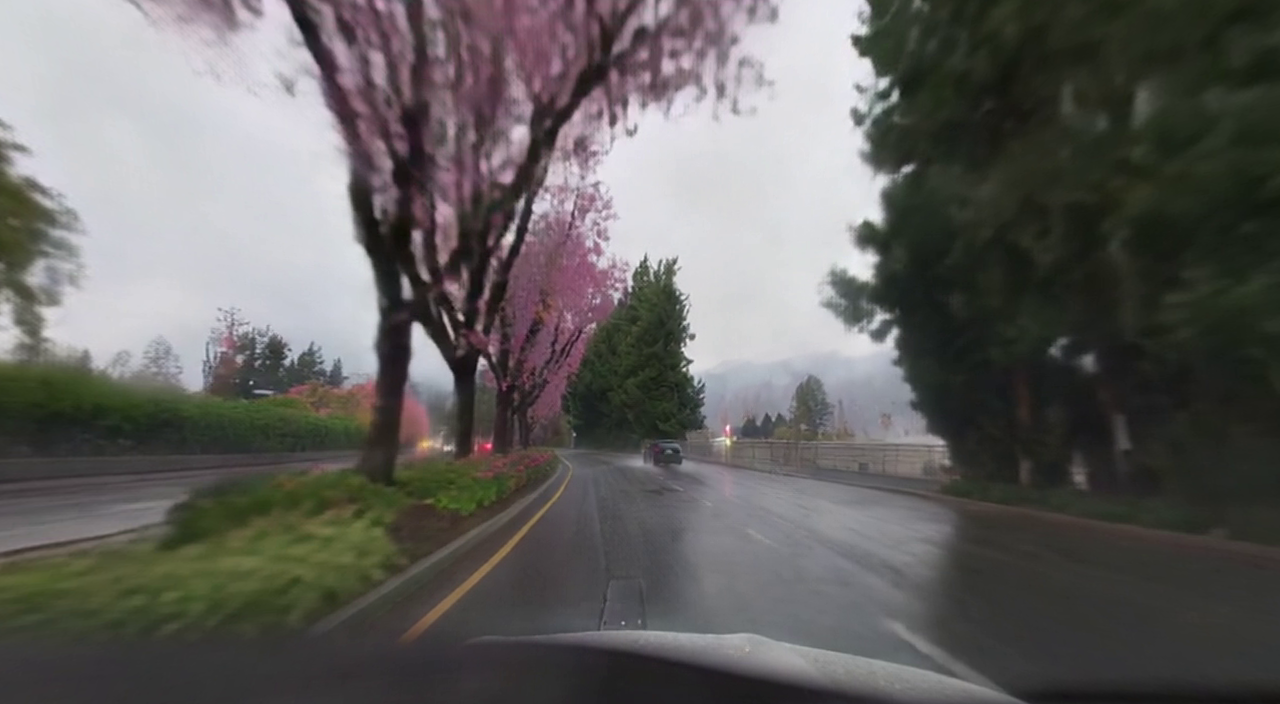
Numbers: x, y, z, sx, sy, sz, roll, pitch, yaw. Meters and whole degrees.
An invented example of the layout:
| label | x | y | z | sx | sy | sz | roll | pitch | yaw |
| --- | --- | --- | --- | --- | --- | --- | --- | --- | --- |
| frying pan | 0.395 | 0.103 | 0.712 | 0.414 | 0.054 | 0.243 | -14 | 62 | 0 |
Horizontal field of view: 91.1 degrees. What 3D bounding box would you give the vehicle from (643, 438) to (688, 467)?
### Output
| label | x | y | z | sx | sy | sz | roll | pitch | yaw |
| --- | --- | --- | --- | --- | --- | --- | --- | --- | --- |
| vehicle | 1.614 | 6.726 | 42.013 | 2.166 | 1.828 | 4.607 | 1 | -9 | -8 |
